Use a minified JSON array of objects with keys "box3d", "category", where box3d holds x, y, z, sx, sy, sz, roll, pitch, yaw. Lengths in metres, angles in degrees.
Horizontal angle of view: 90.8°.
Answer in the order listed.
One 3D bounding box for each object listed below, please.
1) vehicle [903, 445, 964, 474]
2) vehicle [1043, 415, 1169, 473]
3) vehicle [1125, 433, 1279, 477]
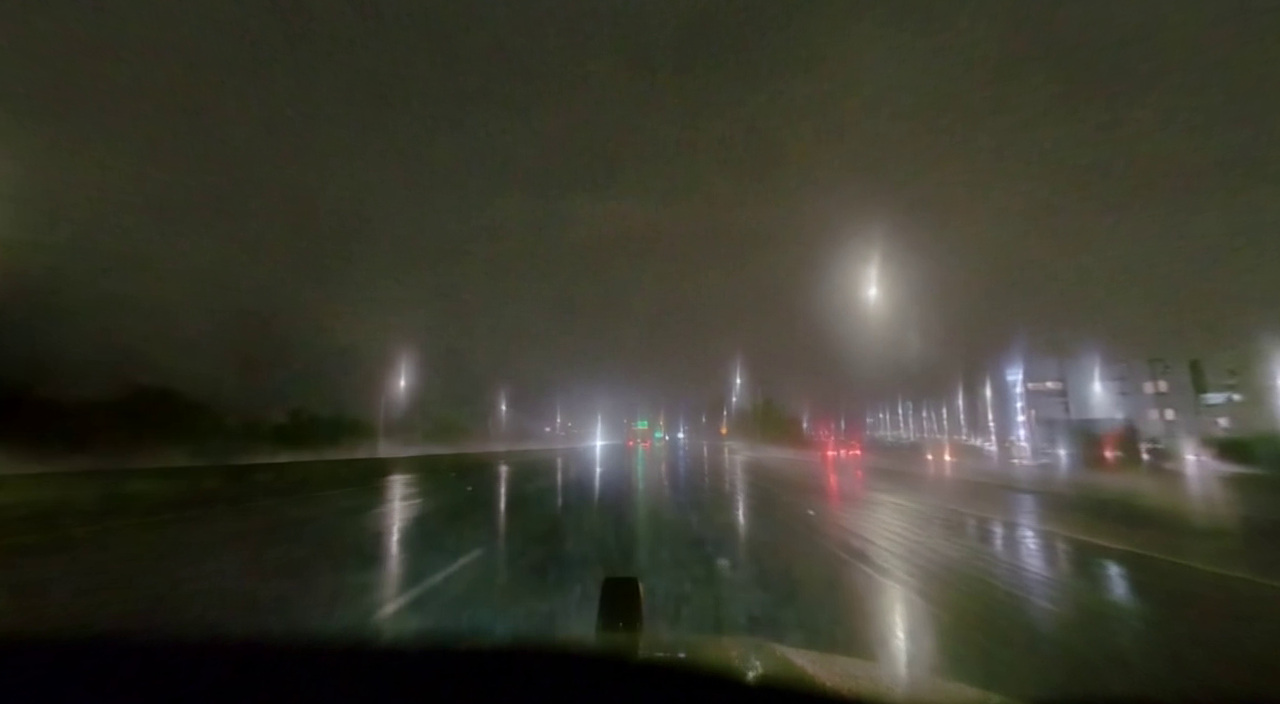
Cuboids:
[{"box3d":[22.448,8.214,48.608,2.013,1.958,5.318,-1,-8,-1],"category":"vehicle"},{"box3d":[32.271,6.435,44.236,2.959,3.700,7.391,1,-8,-1],"category":"vehicle"},{"box3d":[32.373,5.907,36.732,2.715,2.214,6.889,-1,-8,-1],"category":"vehicle"}]
